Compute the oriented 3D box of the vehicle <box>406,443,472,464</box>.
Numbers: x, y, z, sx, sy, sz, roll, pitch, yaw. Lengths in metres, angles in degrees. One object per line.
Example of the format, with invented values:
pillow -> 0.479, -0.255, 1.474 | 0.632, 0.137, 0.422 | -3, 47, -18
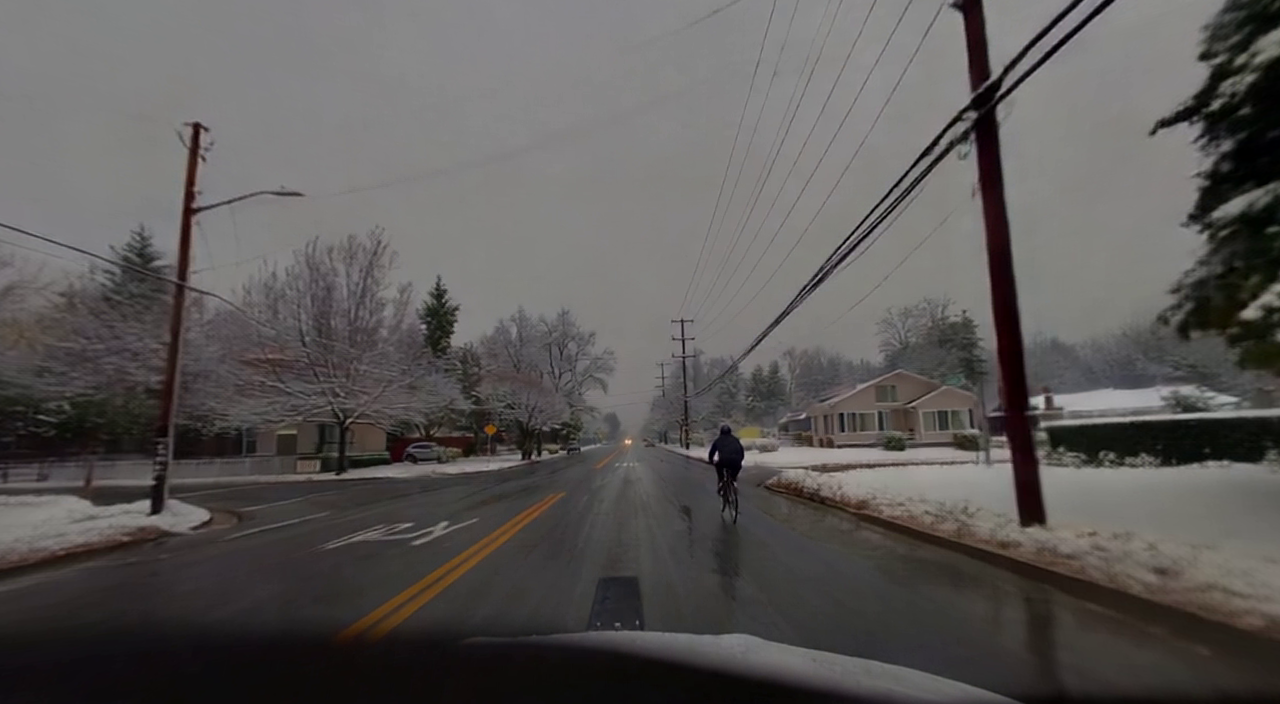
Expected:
vehicle -> -14.472, 7.321, 45.597 | 4.143, 1.480, 1.755 | 0, -8, -2
